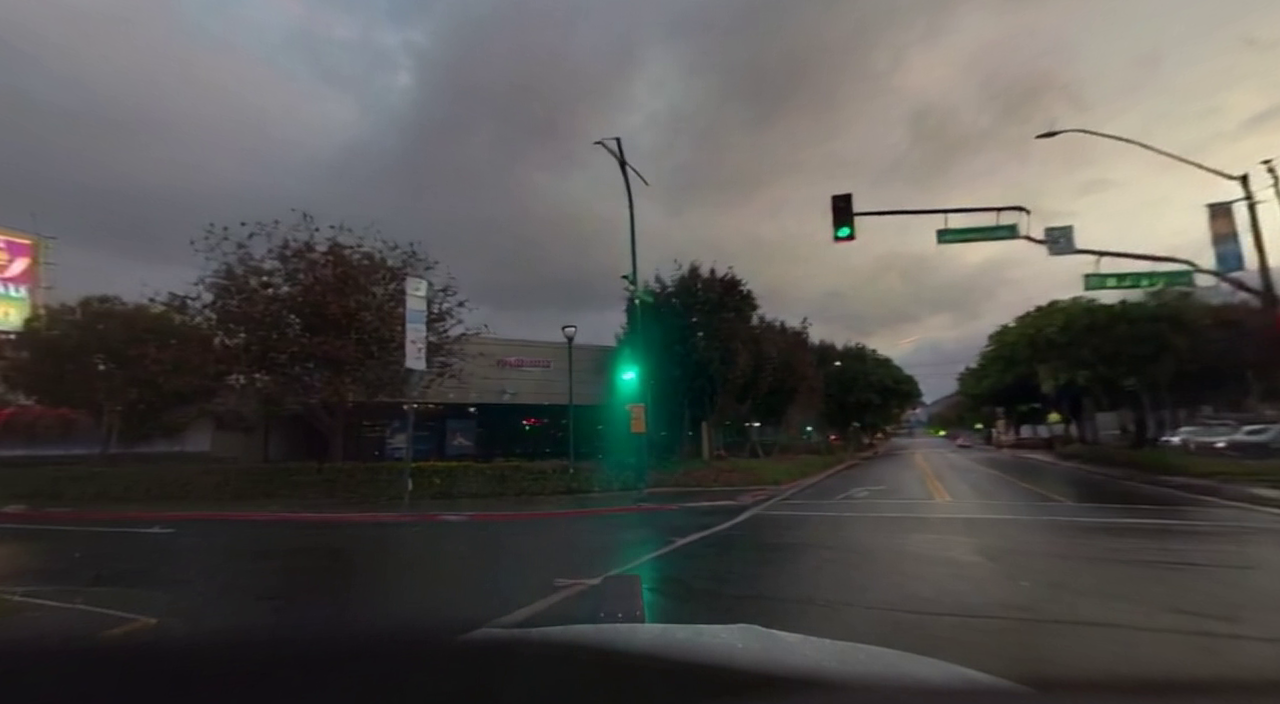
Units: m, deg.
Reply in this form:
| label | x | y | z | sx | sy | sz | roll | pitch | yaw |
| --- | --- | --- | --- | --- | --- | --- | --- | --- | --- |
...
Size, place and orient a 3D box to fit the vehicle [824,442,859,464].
| label | x | y | z | sx | sy | sz | roll | pitch | yaw |
| --- | --- | --- | --- | --- | --- | --- | --- | --- | --- |
| vehicle | 14.455 | 7.248 | 44.895 | 1.964 | 1.497 | 3.674 | -4 | -10 | 23 |

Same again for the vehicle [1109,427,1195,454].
| label | x | y | z | sx | sy | sz | roll | pitch | yaw |
| --- | --- | --- | --- | --- | --- | --- | --- | --- | --- |
| vehicle | 29.516 | 5.114 | 36.220 | 3.426 | 1.405 | 1.553 | -5 | -9 | 21 |
